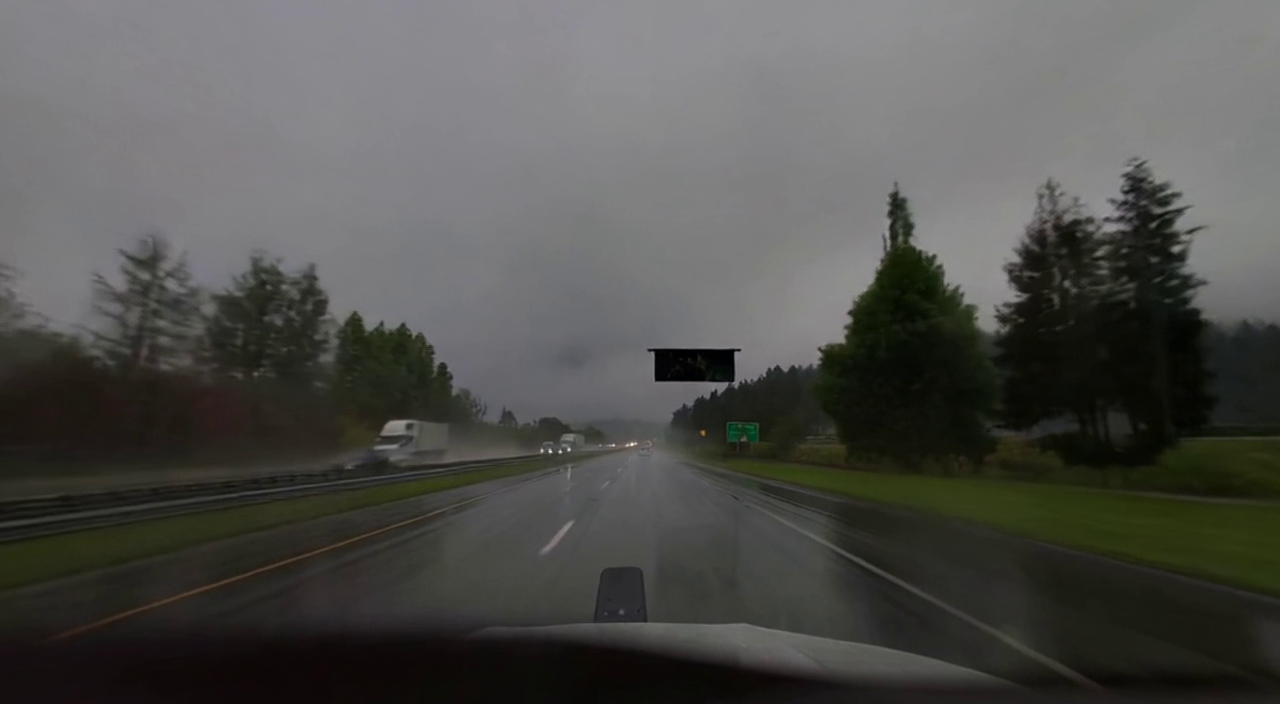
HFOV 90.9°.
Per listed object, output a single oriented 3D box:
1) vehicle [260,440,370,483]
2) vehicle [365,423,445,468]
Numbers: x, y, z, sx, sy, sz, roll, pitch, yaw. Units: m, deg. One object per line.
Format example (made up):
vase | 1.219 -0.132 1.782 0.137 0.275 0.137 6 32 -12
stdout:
vehicle | -12.302 4.166 24.214 1.888 1.462 4.218 0 -9 1
vehicle | -15.909 6.413 43.291 2.554 2.819 7.254 0 -9 1
